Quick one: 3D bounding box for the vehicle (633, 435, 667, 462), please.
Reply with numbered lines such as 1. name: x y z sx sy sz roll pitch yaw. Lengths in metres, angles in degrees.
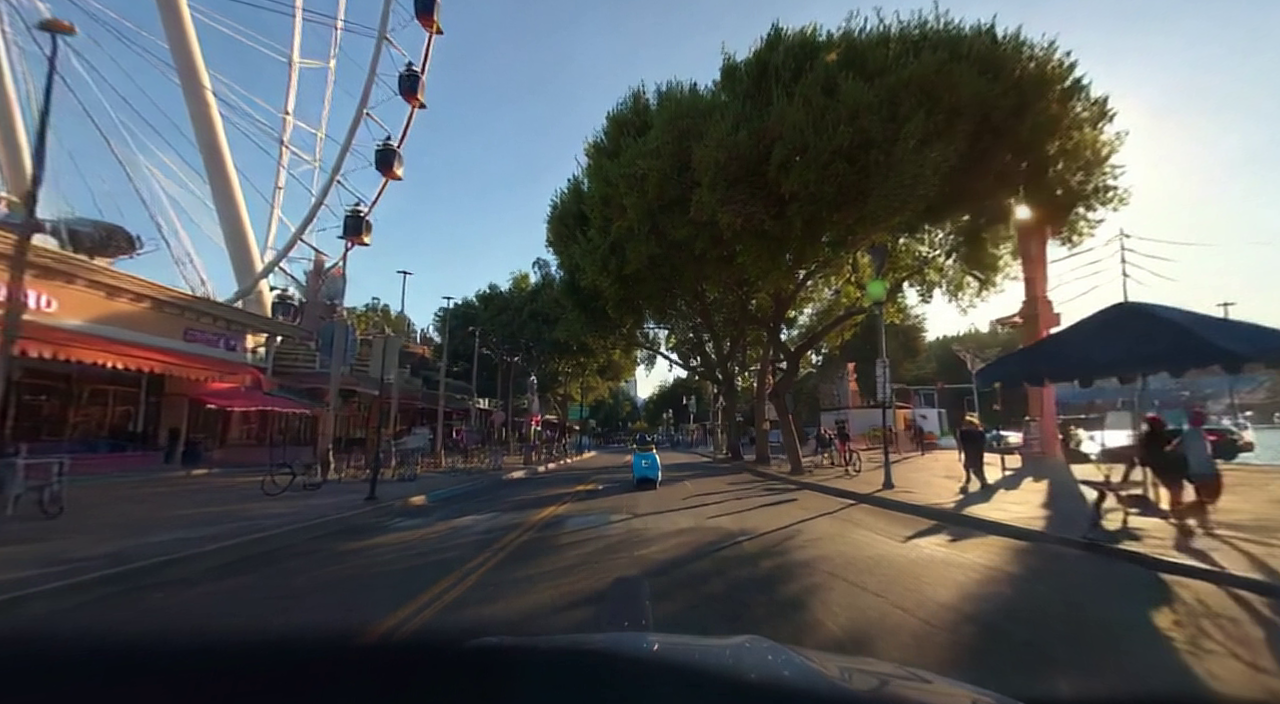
1. vehicle: 0.657 6.622 43.359 2.221 1.773 4.228 0 -8 0
